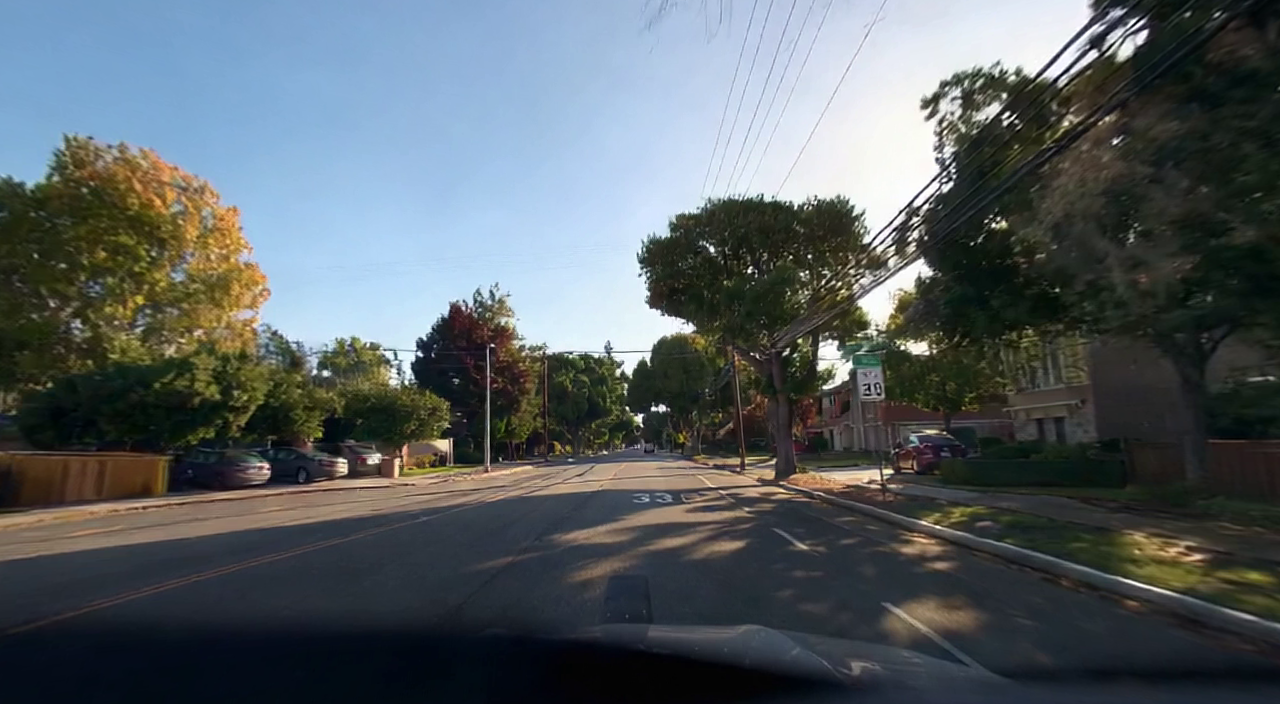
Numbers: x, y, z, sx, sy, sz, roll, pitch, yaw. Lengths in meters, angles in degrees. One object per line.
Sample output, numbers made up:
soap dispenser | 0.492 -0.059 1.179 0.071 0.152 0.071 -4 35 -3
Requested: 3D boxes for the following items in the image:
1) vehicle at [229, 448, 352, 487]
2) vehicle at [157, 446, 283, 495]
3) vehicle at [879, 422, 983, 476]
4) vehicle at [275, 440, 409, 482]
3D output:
vehicle | -14.848 4.884 26.854 4.195 1.497 2.291 -3 -10 20
vehicle | -15.839 4.377 23.775 4.191 1.594 2.309 -5 -9 31
vehicle | 11.653 3.947 25.697 1.965 1.680 5.338 -9 -9 5
vehicle | -13.939 5.056 29.597 5.038 1.774 2.764 -2 -8 18
